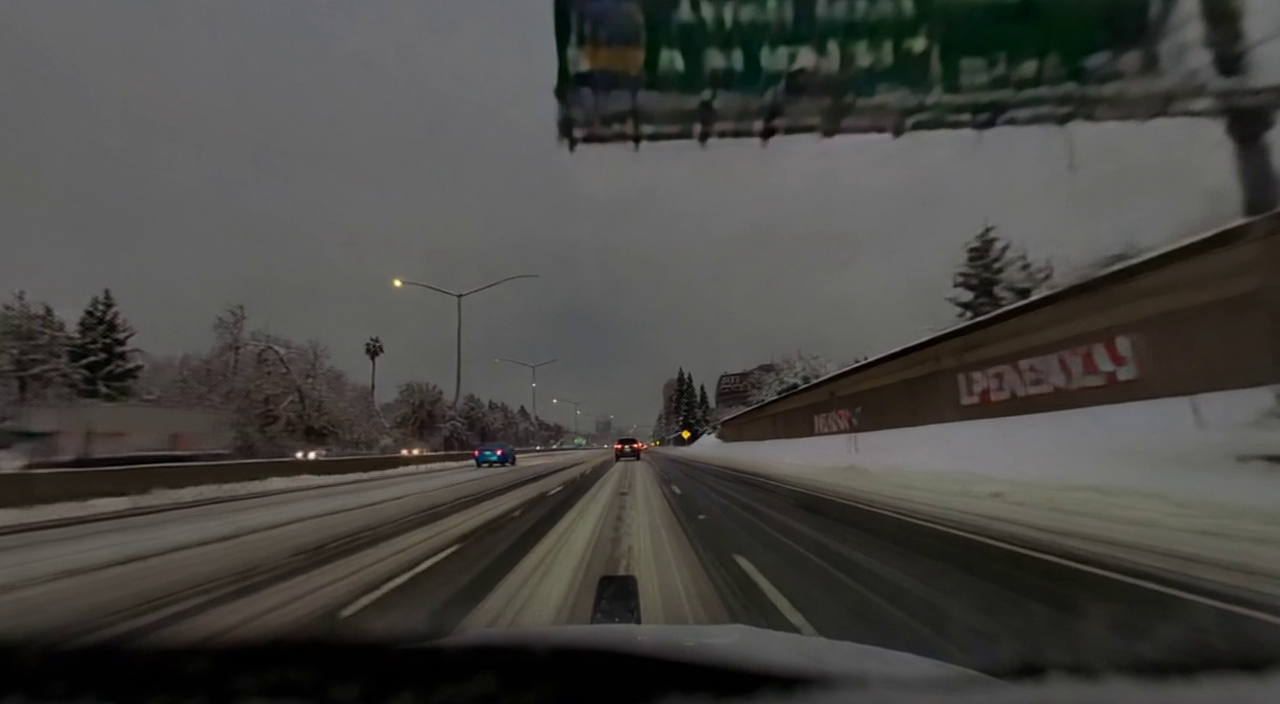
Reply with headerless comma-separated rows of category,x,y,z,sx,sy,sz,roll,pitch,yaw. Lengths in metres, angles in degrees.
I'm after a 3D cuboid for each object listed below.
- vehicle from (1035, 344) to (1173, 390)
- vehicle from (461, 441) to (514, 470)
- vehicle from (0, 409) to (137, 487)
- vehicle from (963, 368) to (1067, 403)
vehicle,17.040,0.589,23.343,3.587,1.458,1.870,0,-8,1
vehicle,-8.668,5.921,36.304,1.971,1.552,4.465,0,-9,-1
vehicle,-25.923,4.147,27.446,2.722,2.976,6.441,0,-9,-1
vehicle,16.788,1.518,28.408,3.548,1.362,1.745,-1,-9,1
